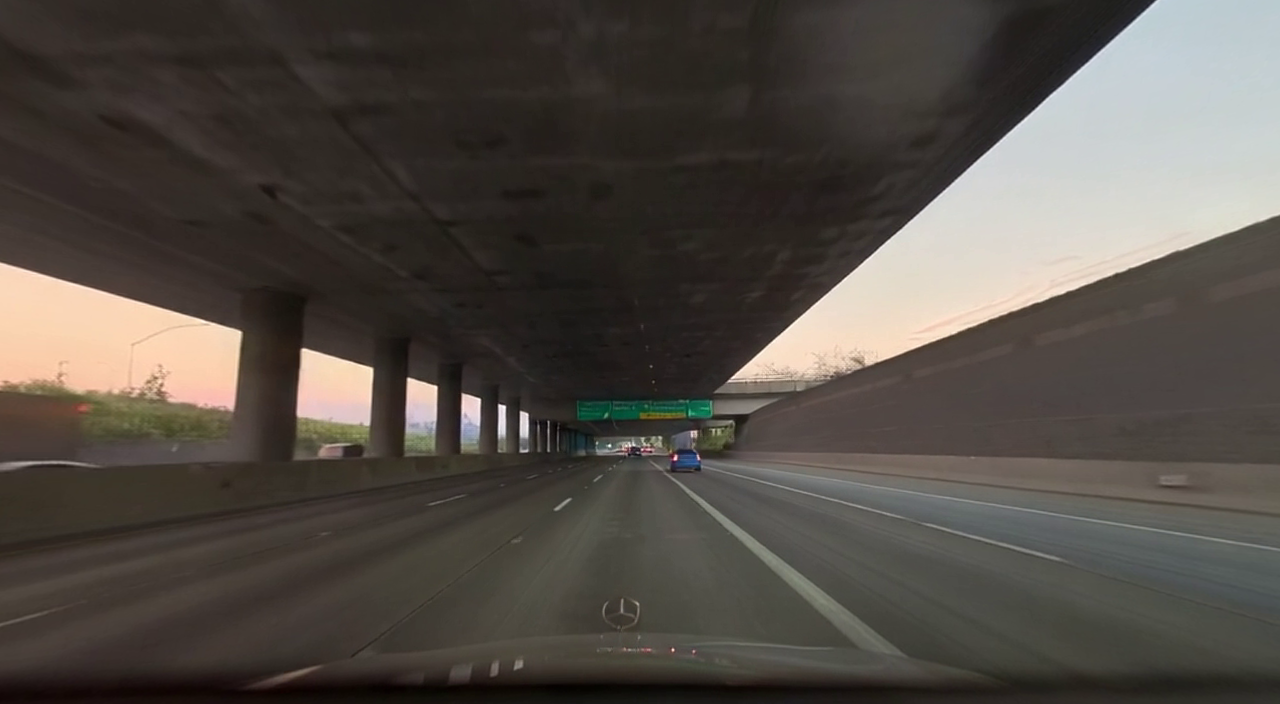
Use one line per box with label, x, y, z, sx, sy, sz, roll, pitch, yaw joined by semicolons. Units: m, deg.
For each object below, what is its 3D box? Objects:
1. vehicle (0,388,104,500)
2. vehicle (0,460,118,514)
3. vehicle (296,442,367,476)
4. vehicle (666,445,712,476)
vehicle;-23.036;3.059;20.923;2.827;3.758;8.343;0;-9;0
vehicle;-18.694;4.048;19.150;1.843;1.430;4.316;0;-9;0
vehicle;-21.699;7.532;44.506;2.355;2.198;5.349;0;-9;-1
vehicle;2.542;5.814;33.881;2.055;1.501;4.321;0;-9;-1
